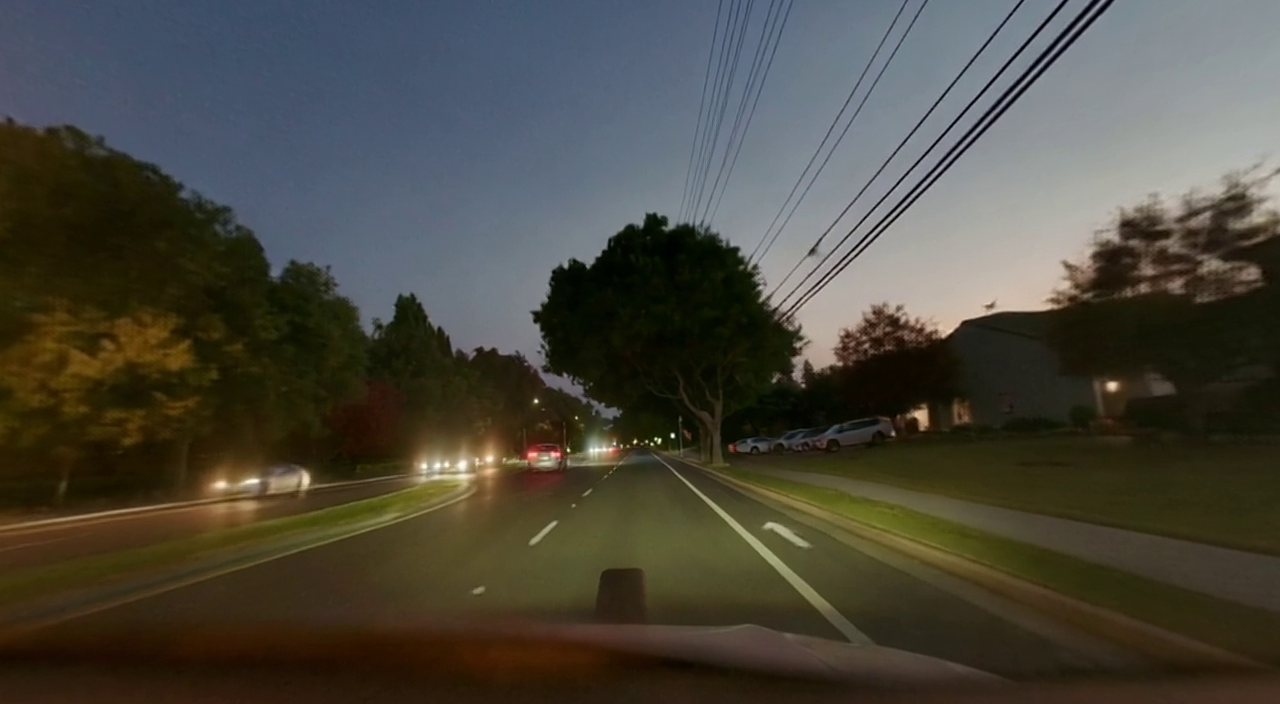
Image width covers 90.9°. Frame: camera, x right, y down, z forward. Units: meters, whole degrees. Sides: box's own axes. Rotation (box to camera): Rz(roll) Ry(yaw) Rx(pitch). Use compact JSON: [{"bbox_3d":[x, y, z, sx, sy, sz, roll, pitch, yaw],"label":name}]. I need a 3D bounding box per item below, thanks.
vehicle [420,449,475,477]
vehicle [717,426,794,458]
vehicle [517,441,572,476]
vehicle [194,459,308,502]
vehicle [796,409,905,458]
[{"bbox_3d":[-11.203,6.448,36.933,2.048,1.481,4.543,0,-8,-4],"label":"vehicle"},{"bbox_3d":[8.238,6.467,45.261,4.840,1.583,2.324,-8,-9,-3],"label":"vehicle"},{"bbox_3d":[-4.369,4.953,29.504,2.084,1.466,4.522,0,-8,-3],"label":"vehicle"},{"bbox_3d":[-15.980,5.261,26.217,1.890,1.490,4.494,-1,-8,0],"label":"vehicle"},{"bbox_3d":[10.786,4.249,32.601,4.610,1.853,2.265,-7,-9,-3],"label":"vehicle"}]
